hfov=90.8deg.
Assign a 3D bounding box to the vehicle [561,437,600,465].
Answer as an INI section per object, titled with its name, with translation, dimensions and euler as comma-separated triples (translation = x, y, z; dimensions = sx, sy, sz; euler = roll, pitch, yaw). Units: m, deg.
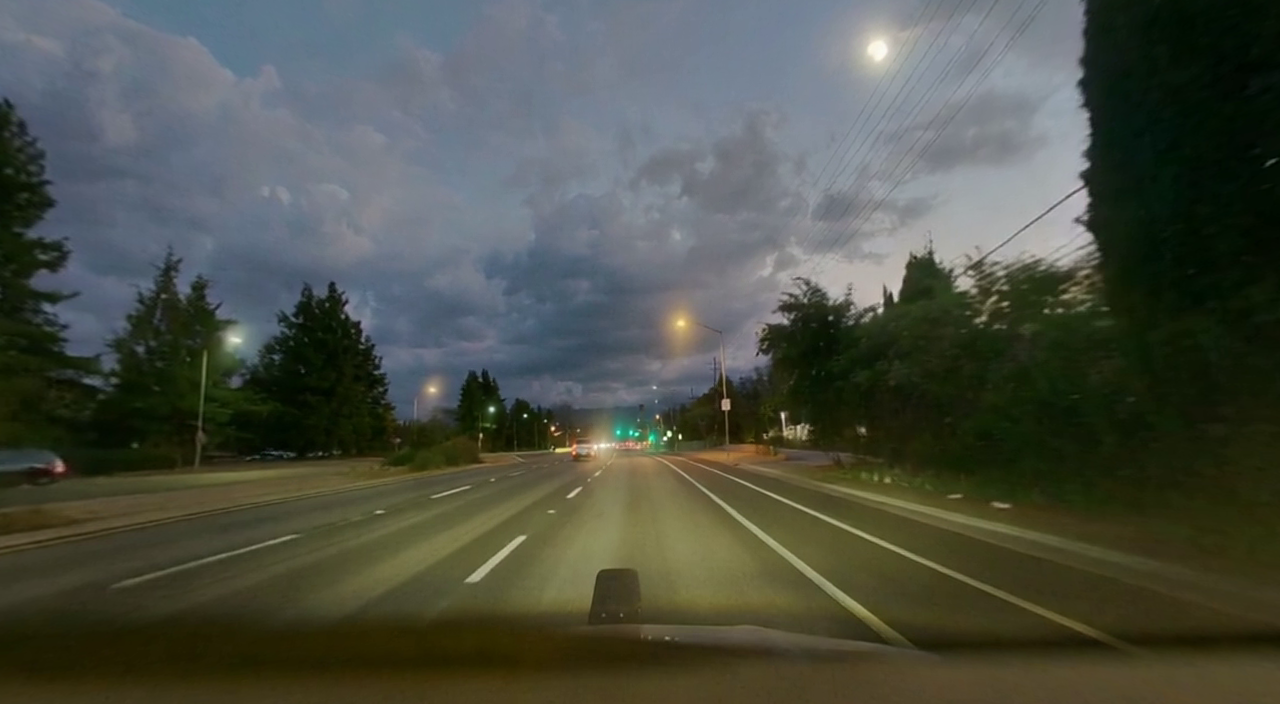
[vehicle]
translation = -3.778, 6.367, 40.832
dimensions = 2.121, 1.654, 3.993
euler = 0, -8, 0
